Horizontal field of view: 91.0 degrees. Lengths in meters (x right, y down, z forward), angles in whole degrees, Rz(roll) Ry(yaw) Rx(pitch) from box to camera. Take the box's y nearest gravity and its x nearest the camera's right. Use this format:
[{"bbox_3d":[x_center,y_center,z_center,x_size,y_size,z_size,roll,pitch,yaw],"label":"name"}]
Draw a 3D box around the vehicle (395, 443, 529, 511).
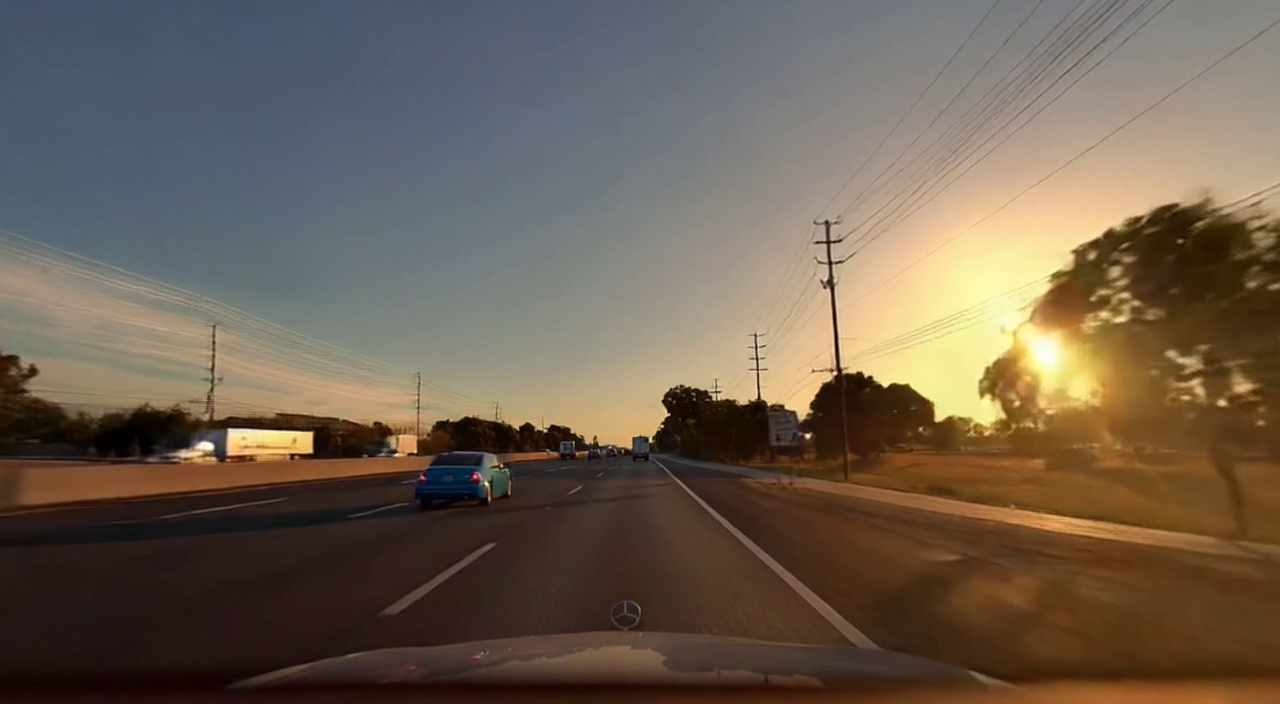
[{"bbox_3d":[-4.411,3.161,16.442,2.104,1.501,4.459,0,-9,1],"label":"vehicle"}]
